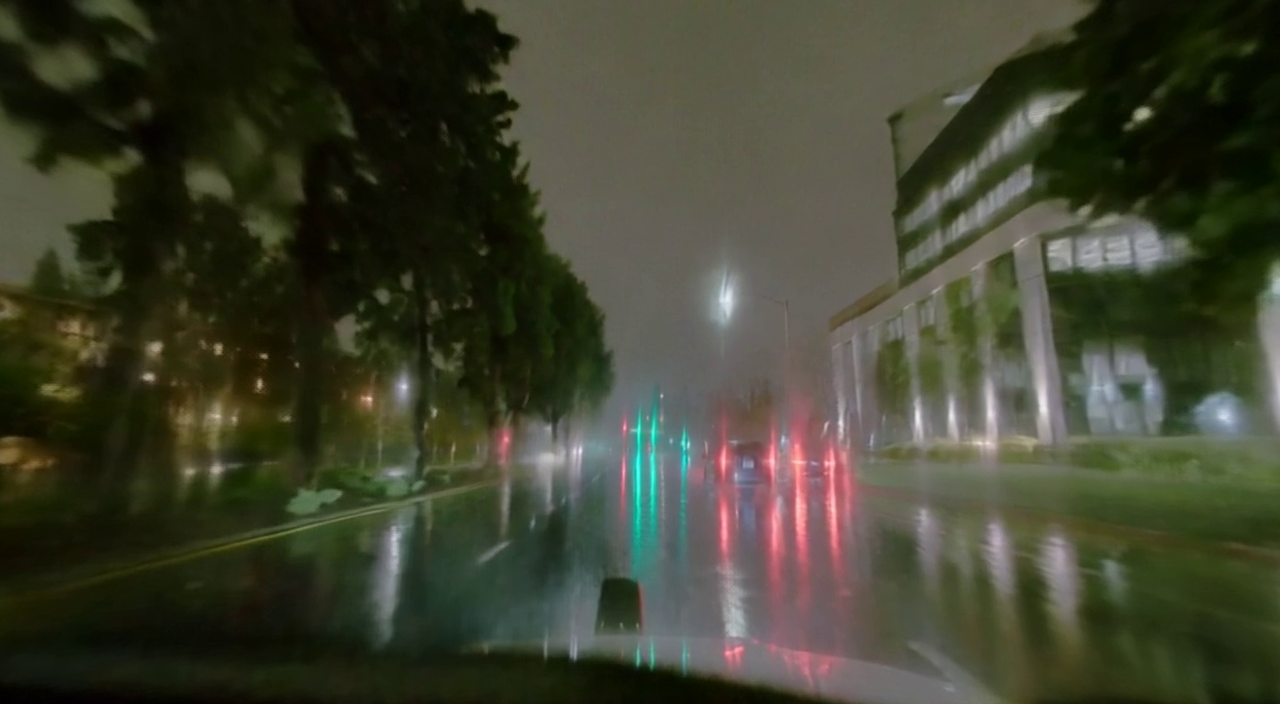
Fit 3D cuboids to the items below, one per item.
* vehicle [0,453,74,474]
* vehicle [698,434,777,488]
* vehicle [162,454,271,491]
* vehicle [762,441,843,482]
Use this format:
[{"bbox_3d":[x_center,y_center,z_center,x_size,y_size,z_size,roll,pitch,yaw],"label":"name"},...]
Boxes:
[{"bbox_3d":[-44.365,8.072,45.914,4.471,1.466,1.887,0,-8,-1],"label":"vehicle"},{"bbox_3d":[3.367,3.857,22.802,2.083,1.743,4.354,0,-8,-1],"label":"vehicle"},{"bbox_3d":[-19.350,5.485,29.176,1.839,1.481,4.585,0,-8,0],"label":"vehicle"},{"bbox_3d":[6.739,4.586,26.851,1.918,1.544,4.871,-1,-8,-3],"label":"vehicle"}]
